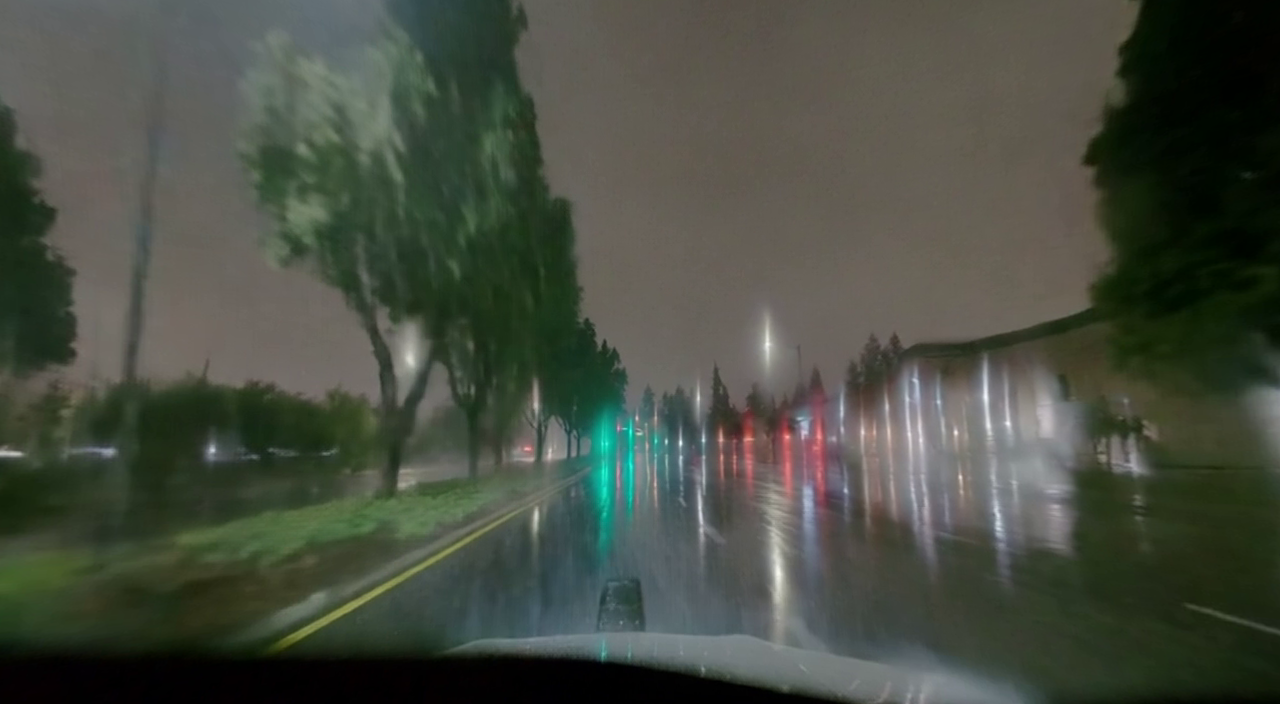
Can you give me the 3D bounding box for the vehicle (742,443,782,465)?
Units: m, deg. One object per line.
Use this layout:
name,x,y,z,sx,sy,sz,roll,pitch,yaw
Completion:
vehicle,9.313,7.863,48.589,1.981,1.557,4.456,0,-9,-3
